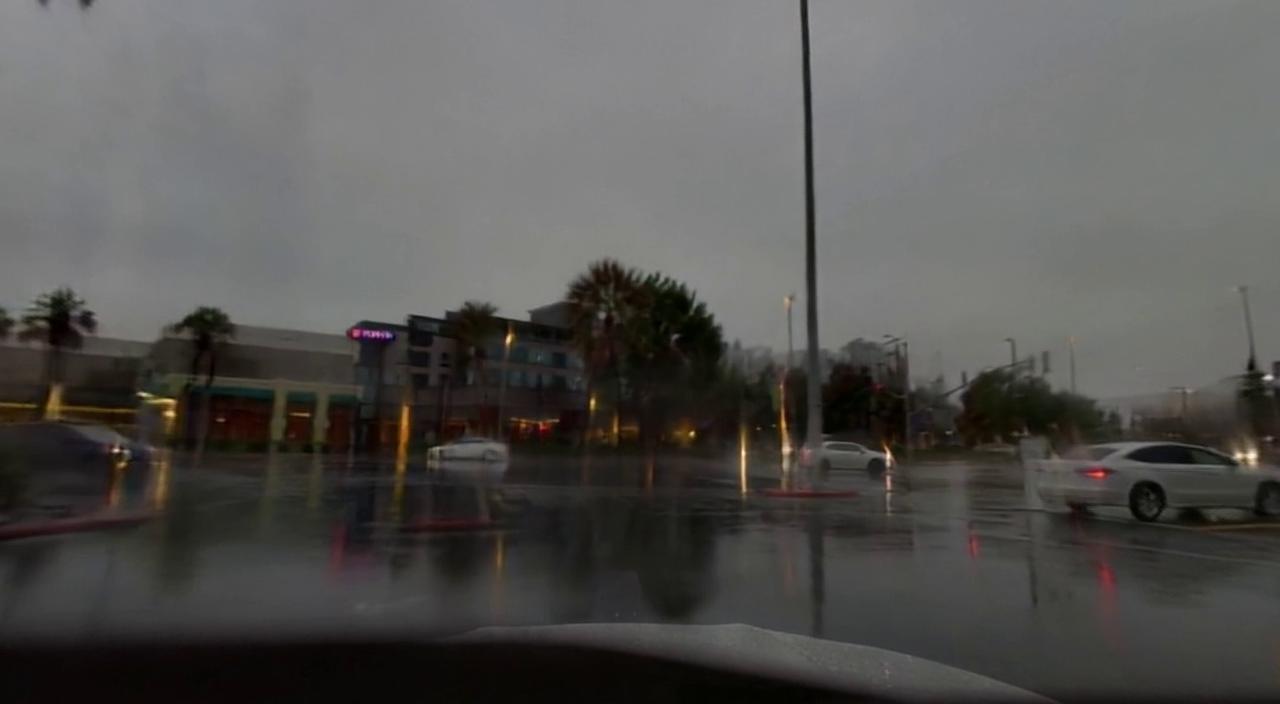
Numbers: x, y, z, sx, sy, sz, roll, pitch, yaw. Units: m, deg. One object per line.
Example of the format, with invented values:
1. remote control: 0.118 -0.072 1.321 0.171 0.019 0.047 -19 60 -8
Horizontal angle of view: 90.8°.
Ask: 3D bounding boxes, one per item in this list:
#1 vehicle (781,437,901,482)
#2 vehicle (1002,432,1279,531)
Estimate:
1. vehicle: 8.342 4.467 26.369 4.211 1.756 2.158 3 -9 -17
2. vehicle: 9.706 2.467 12.609 1.870 1.611 3.978 3 -9 -17
